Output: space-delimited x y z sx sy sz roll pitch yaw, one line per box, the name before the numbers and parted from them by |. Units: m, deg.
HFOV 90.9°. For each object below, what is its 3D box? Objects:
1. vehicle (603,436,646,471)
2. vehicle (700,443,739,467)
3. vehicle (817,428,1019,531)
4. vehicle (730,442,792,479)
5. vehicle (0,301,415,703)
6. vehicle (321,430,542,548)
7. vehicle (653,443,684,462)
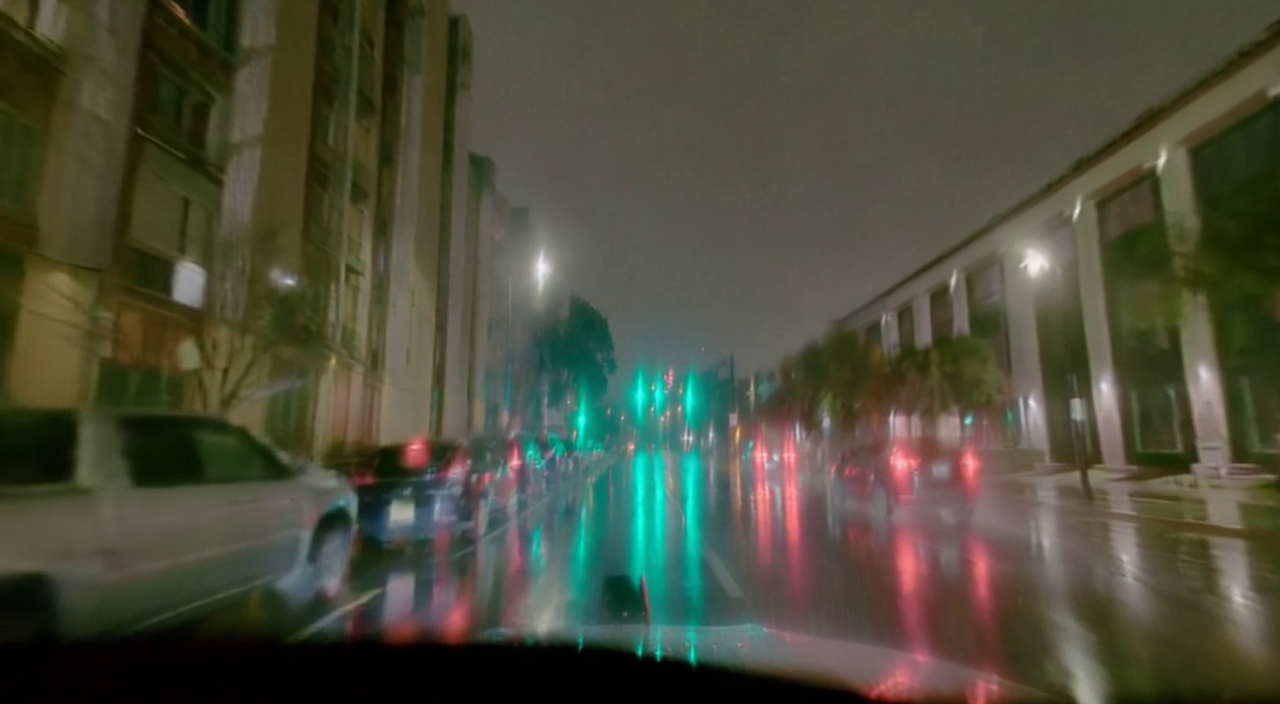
vehicle | -0.763 5.339 33.272 2.122 1.689 3.885 0 -8 0
vehicle | 5.126 6.681 41.188 1.917 1.467 4.452 0 -8 -1
vehicle | 4.972 2.326 12.051 1.891 1.599 4.173 0 -9 -1
vehicle | 5.090 4.586 26.934 1.799 1.463 3.464 0 -9 -2
vehicle | -3.404 0.957 3.767 2.187 1.819 5.101 0 -8 0
vehicle | -3.053 2.127 10.597 2.121 1.490 4.910 0 -8 -1
vehicle | 2.162 7.810 49.158 2.182 1.450 4.013 0 -8 -1
